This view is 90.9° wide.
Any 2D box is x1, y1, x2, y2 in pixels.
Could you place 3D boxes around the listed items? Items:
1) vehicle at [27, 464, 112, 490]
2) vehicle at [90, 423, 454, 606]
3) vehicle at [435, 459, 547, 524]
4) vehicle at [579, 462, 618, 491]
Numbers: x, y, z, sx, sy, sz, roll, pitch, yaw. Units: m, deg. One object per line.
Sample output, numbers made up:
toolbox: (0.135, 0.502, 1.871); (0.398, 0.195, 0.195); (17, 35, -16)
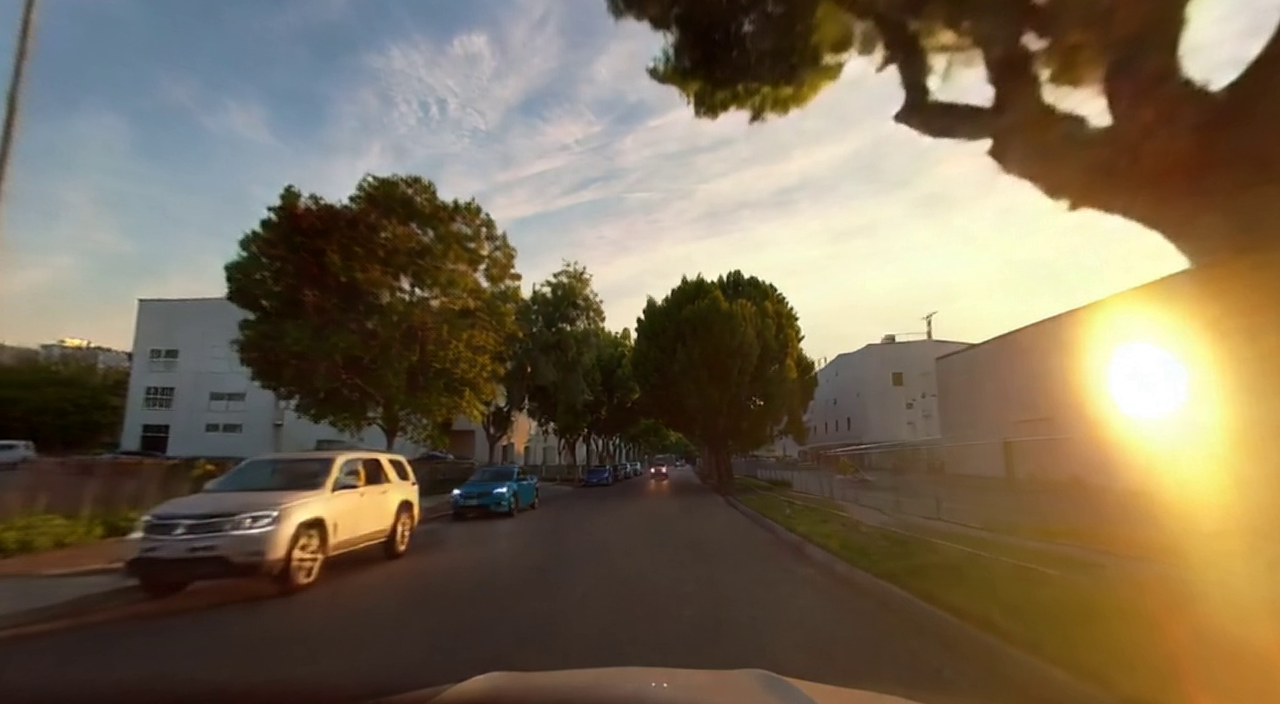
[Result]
vehicle: (-32.313, 7.078, 35.788); (1.590, 1.392, 3.279); (0, -11, 1)
vehicle: (-4.375, 2.028, 8.670); (2.022, 1.776, 4.625); (-2, -10, 3)
vehicle: (-4.009, 3.835, 17.762); (1.903, 1.542, 4.115); (-2, -10, 4)
vehicle: (-2.522, 7.656, 38.941); (2.011, 1.596, 3.760); (-1, -10, 2)
